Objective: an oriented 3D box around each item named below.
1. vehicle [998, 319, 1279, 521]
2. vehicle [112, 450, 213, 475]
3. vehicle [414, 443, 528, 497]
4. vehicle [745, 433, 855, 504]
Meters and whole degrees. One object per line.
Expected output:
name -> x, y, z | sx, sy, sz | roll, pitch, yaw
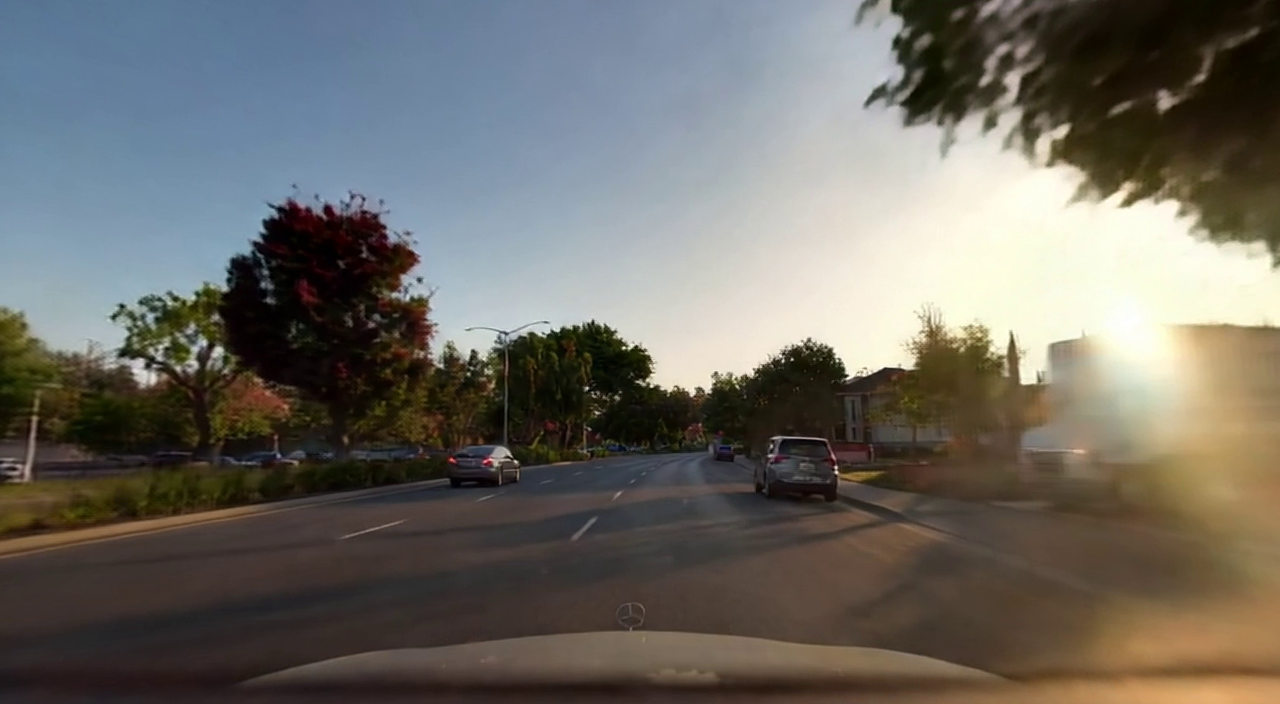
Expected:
vehicle -> 11.469, 1.293, 12.386 | 7.138, 3.310, 2.943 | 0, -9, -10
vehicle -> -29.552, 6.860, 39.153 | 4.481, 1.441, 1.960 | 2, -9, -9
vehicle -> -5.140, 3.640, 19.938 | 2.060, 1.473, 4.645 | 0, -9, 3
vehicle -> 4.266, 3.176, 17.684 | 2.064, 1.697, 4.718 | 0, -9, 3
